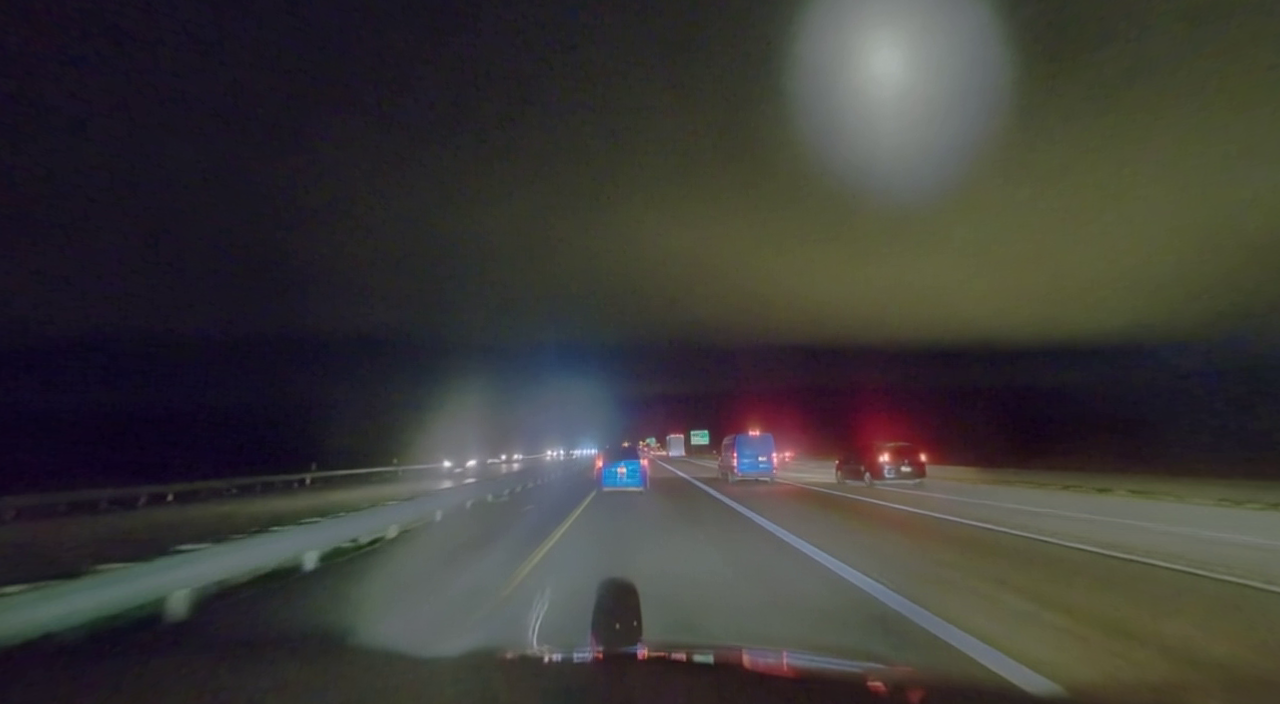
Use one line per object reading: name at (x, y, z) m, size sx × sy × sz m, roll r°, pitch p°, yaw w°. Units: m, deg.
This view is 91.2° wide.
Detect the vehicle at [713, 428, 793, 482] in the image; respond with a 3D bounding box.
vehicle at (4.439, 4.153, 25.458) m, size 2.261 × 1.952 × 4.784 m, roll 0°, pitch -9°, yaw -1°

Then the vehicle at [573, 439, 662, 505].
vehicle at (-0.518, 3.037, 16.269) m, size 2.029 × 1.483 × 3.769 m, roll 0°, pitch -9°, yaw 0°

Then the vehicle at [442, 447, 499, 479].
vehicle at (-8.812, 5.775, 32.879) m, size 1.851 × 1.542 × 4.150 m, roll 0°, pitch -9°, yaw 0°
